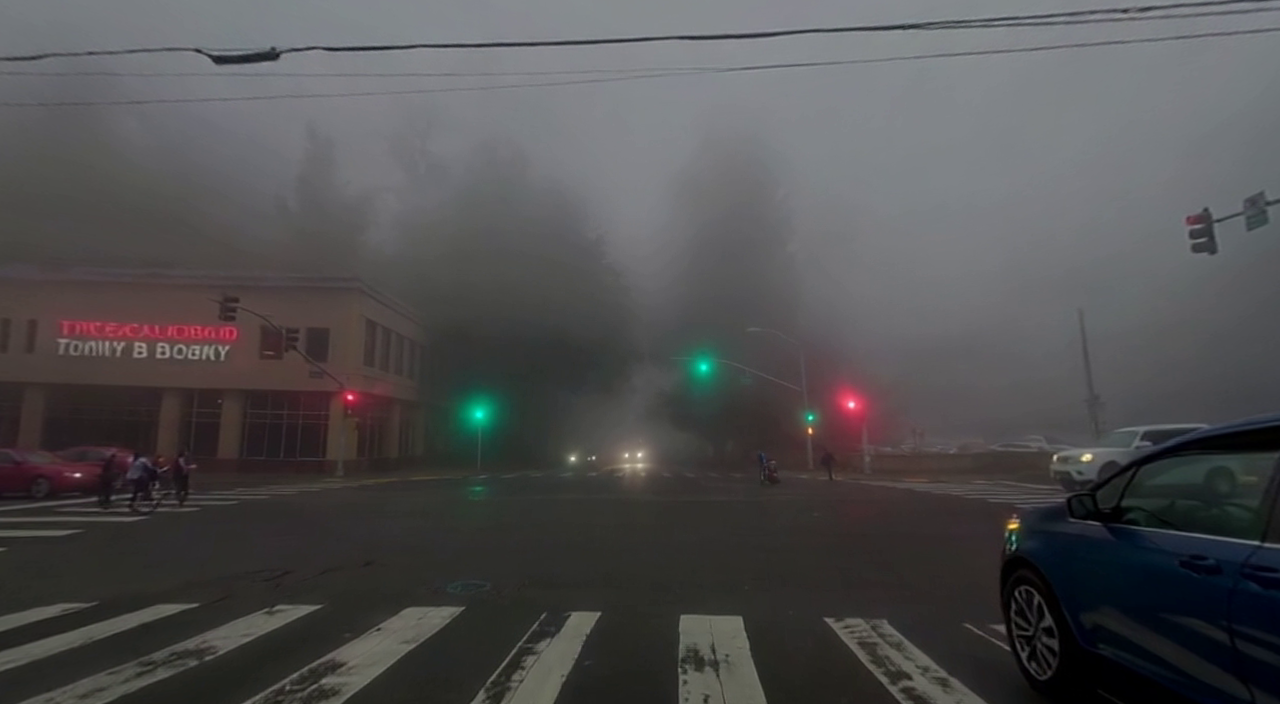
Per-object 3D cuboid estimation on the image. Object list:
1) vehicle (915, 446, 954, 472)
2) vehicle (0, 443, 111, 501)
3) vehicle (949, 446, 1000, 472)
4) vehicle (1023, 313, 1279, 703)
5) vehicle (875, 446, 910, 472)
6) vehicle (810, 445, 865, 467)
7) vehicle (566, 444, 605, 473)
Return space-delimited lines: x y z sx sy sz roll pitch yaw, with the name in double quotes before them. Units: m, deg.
"vehicle" 18.274 6.623 39.220 1.791 1.520 3.649 -3 -9 20
"vehicle" -18.021 3.306 17.669 4.686 1.500 1.935 0 -8 2
"vehicle" 20.565 6.575 38.918 2.066 1.488 4.158 -3 -9 19
"vehicle" 2.880 0.577 0.619 2.048 1.725 4.754 0 -8 1
"vehicle" 15.896 6.694 39.676 1.875 1.543 3.853 -3 -9 21
"vehicle" 15.081 7.945 48.371 1.924 1.579 4.084 3 -9 -18
"vehicle" -3.198 6.376 37.914 1.961 1.658 4.064 0 -8 0
